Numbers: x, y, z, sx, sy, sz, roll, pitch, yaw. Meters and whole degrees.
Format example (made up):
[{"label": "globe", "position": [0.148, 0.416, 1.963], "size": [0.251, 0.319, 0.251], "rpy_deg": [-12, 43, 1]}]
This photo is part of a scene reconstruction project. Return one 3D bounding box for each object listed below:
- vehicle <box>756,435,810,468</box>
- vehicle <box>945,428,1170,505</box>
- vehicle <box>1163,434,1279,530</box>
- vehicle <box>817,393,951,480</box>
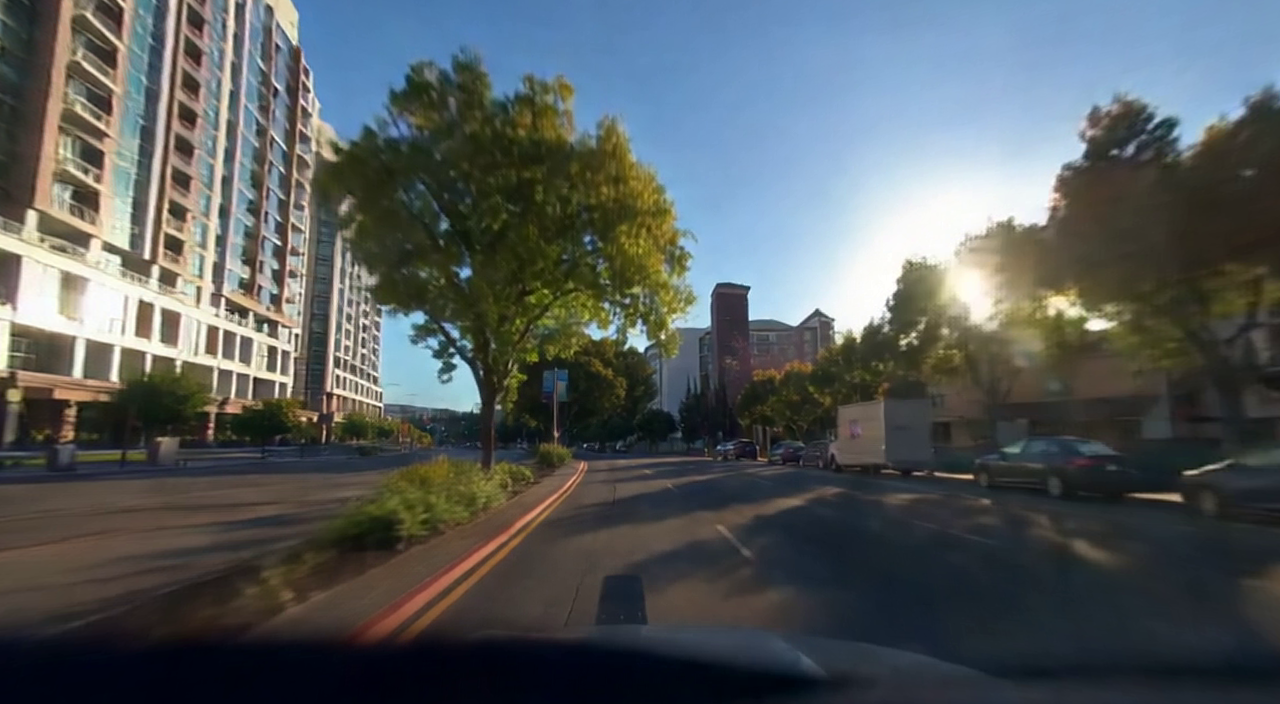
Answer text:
[{"label": "vehicle", "position": [9.193, 6.446, 40.979], "size": [1.916, 1.889, 4.675], "rpy_deg": [4, -9, -6]}, {"label": "vehicle", "position": [10.698, 2.985, 16.962], "size": [2.050, 1.699, 5.584], "rpy_deg": [0, -9, -2]}, {"label": "vehicle", "position": [11.000, 2.025, 9.834], "size": [1.801, 1.489, 4.339], "rpy_deg": [0, -9, -4]}, {"label": "vehicle", "position": [10.116, 3.666, 27.132], "size": [2.853, 3.253, 6.441], "rpy_deg": [0, -9, -3]}]
